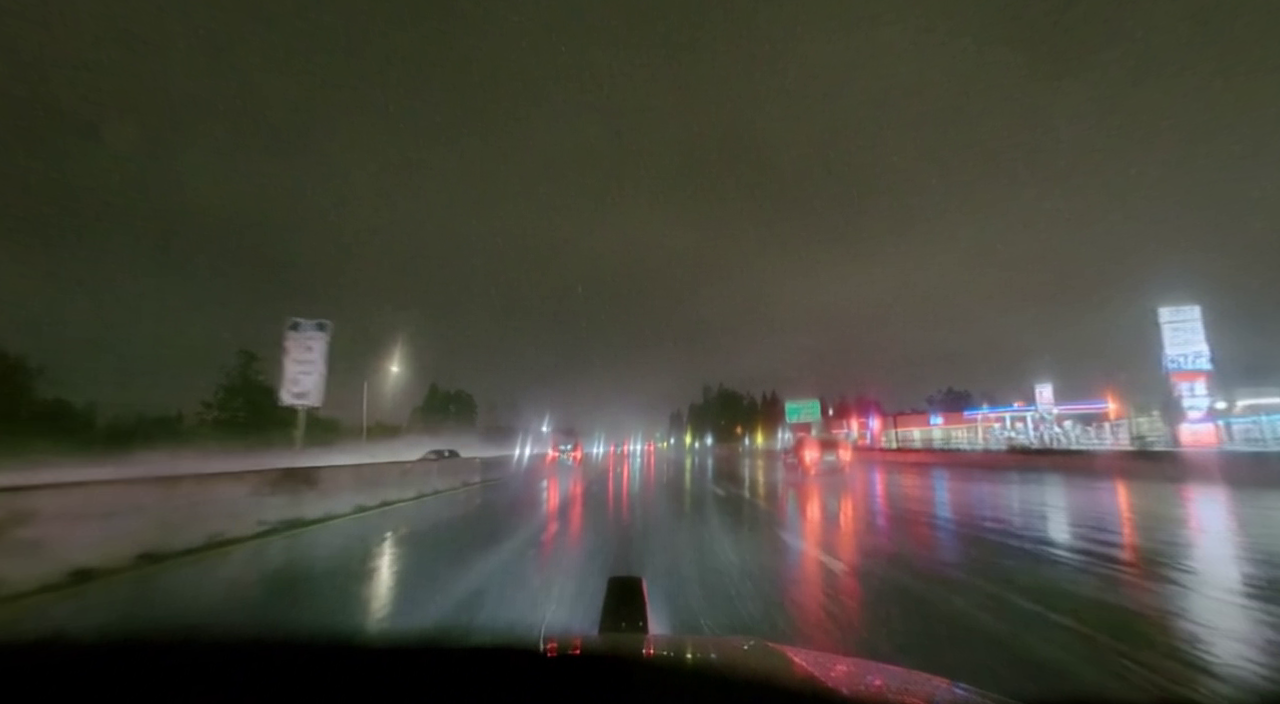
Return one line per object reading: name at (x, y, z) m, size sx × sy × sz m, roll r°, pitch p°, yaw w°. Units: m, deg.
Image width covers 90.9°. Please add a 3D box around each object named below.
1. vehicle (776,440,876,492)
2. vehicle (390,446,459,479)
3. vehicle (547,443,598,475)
vehicle at (5.928, 3.687, 20.779) m, size 1.909 × 1.467 × 4.940 m, roll -1°, pitch -9°, yaw 2°
vehicle at (-10.935, 5.623, 32.365) m, size 2.135 × 1.526 × 3.840 m, roll -1°, pitch -9°, yaw 1°
vehicle at (-3.384, 5.493, 32.583) m, size 2.114 × 1.510 × 4.186 m, roll -1°, pitch -9°, yaw 1°
